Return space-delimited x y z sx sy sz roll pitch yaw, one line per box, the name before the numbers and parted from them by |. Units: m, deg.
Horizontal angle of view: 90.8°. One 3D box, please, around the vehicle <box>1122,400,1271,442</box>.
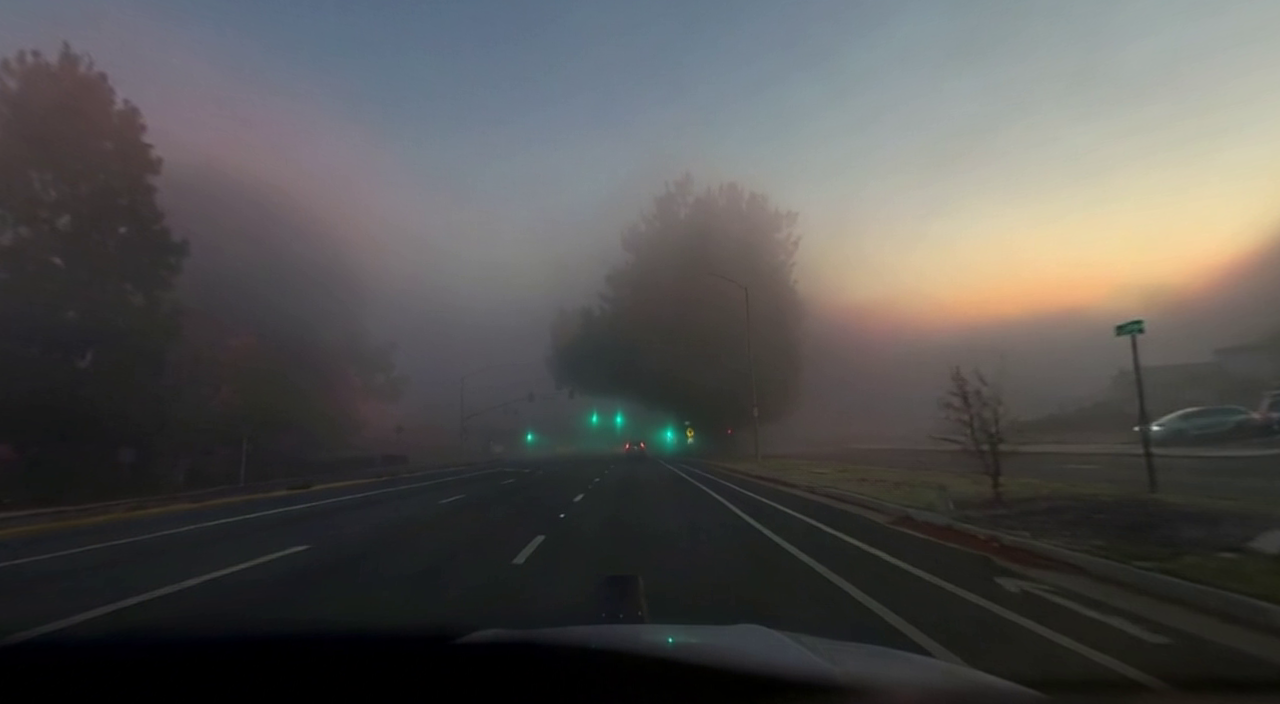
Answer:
vehicle | 22.777 2.920 26.136 1.911 1.598 4.322 1 -8 -6
